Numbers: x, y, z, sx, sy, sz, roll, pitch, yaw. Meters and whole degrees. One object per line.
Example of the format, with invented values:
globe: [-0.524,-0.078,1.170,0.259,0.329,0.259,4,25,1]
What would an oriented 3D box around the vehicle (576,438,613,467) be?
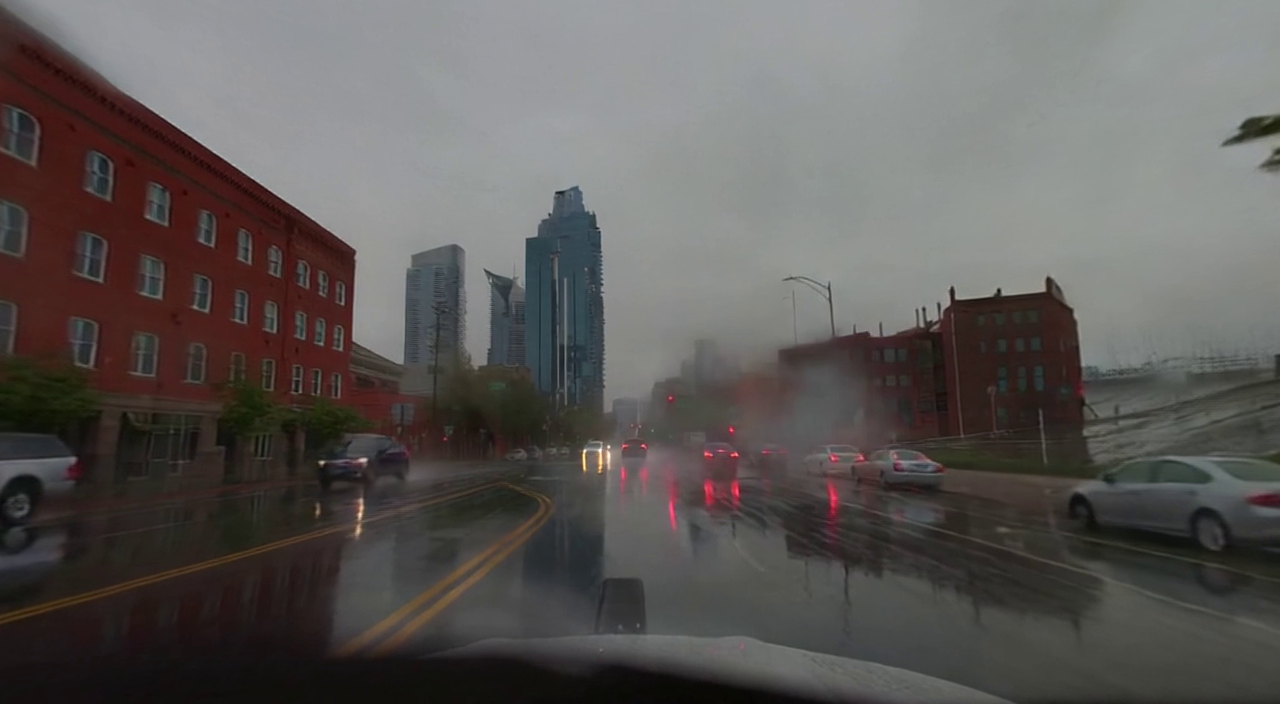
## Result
vehicle: [-3.008,6.673,42.176,2.297,1.812,4.244,0,-8,-4]

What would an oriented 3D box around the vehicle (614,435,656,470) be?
vehicle: [-0.268,5.812,36.669,2.329,1.842,4.537,0,-8,0]

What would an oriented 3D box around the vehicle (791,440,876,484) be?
vehicle: [8.013,4.557,26.665,1.963,1.649,4.562,1,-8,-2]

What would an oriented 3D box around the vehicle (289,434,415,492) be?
vehicle: [-9.857,3.825,22.167,2.212,1.784,4.626,0,-8,0]

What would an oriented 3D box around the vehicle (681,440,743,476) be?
vehicle: [3.264,4.954,29.836,2.238,1.499,4.964,0,-8,-1]

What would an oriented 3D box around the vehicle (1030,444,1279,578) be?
vehicle: [8.224,2.096,9.190,2.072,1.479,4.603,0,-8,-1]

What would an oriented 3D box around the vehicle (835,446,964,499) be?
vehicle: [8.187,3.804,20.525,2.054,1.455,4.786,0,-8,-1]

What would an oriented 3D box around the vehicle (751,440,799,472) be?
vehicle: [8.091,6.287,38.386,1.959,1.719,4.538,1,-7,0]
